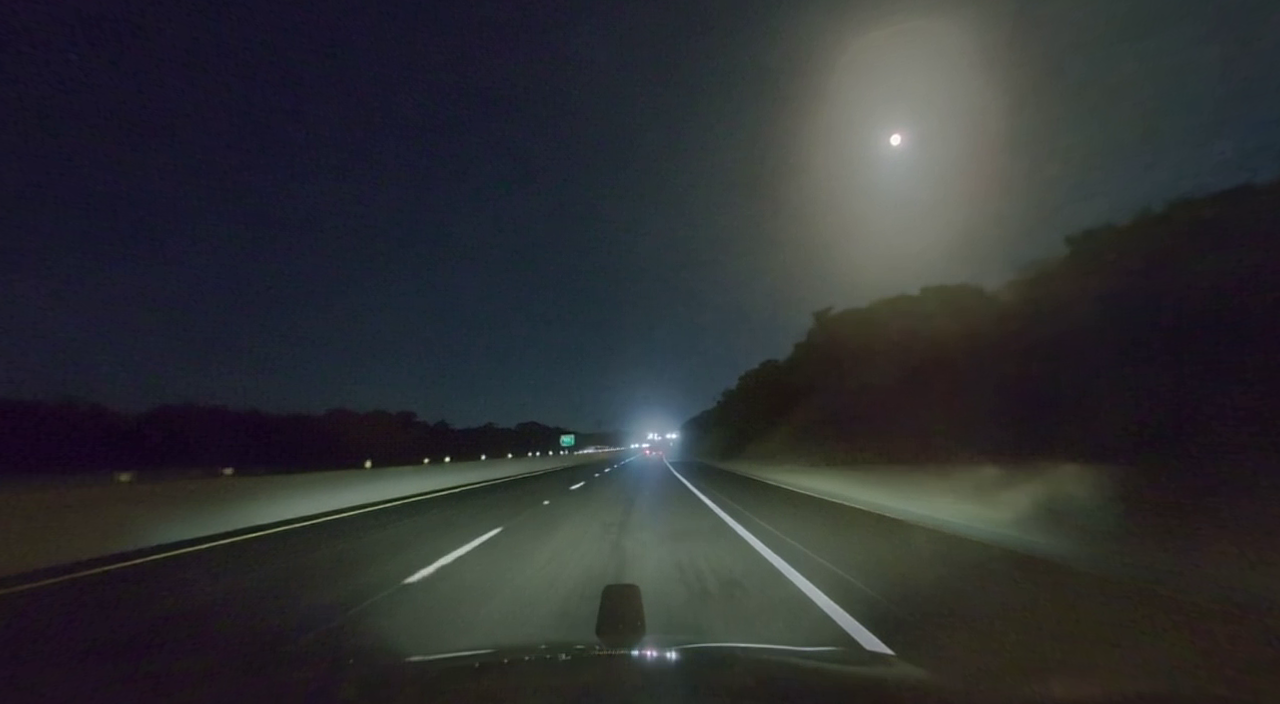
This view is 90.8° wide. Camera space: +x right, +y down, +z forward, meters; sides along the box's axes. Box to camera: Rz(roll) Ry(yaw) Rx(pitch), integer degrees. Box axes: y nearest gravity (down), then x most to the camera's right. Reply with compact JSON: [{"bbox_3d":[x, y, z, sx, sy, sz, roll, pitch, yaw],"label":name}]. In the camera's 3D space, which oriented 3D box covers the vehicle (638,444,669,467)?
[{"bbox_3d":[1.000,7.788,47.503,2.221,1.603,4.149,0,-9,1],"label":"vehicle"}]
